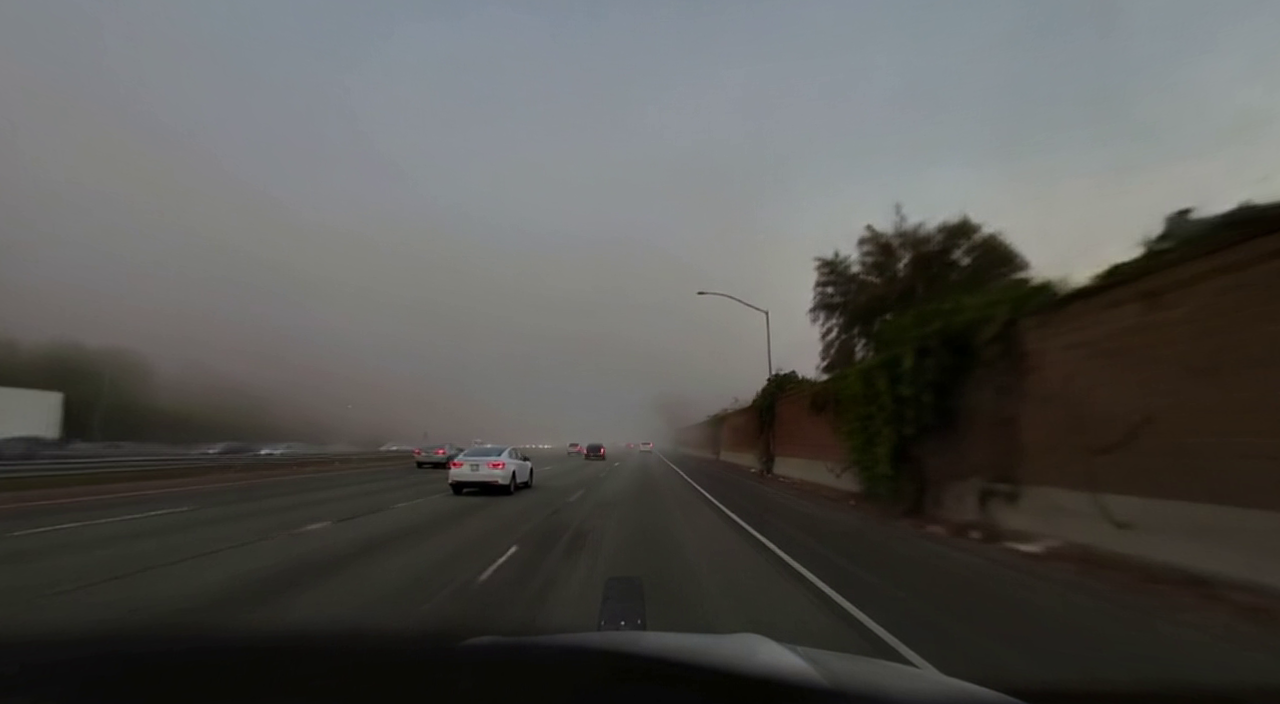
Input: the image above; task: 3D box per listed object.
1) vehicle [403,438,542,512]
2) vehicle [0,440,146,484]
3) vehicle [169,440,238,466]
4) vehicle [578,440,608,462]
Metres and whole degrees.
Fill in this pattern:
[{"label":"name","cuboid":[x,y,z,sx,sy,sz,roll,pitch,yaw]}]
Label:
[{"label":"vehicle","cuboid":[-3.777,2.843,15.182,1.945,1.484,4.803,0,-8,1]},{"label":"vehicle","cuboid":[-21.260,4.051,23.528,1.861,1.461,4.431,0,-8,0]},{"label":"vehicle","cuboid":[-27.742,6.412,40.041,1.399,1.579,4.043,0,-8,1]},{"label":"vehicle","cuboid":[-3.650,7.792,49.668,2.036,1.636,4.511,0,-8,1]}]
